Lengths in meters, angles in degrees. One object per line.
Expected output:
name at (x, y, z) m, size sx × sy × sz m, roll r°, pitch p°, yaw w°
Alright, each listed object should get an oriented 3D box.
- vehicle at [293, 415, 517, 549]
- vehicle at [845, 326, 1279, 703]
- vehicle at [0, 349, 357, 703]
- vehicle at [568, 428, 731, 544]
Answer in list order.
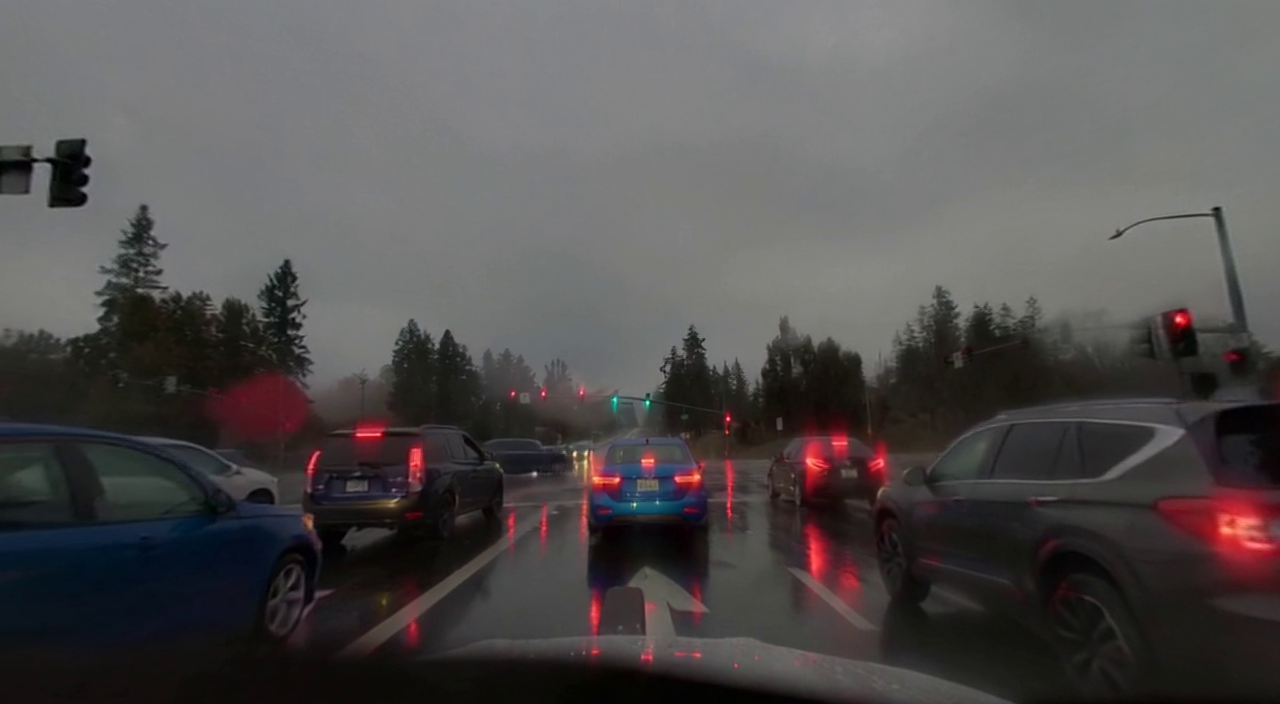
vehicle at (-3.415, 1.984, 10.222) m, size 1.958 × 1.693 × 4.242 m, roll 0°, pitch -9°, yaw 0°
vehicle at (3.239, 1.070, 4.274) m, size 2.178 × 1.691 × 4.314 m, roll 0°, pitch -9°, yaw -1°
vehicle at (-3.361, 0.915, 2.902) m, size 2.034 × 1.655 × 4.465 m, roll 0°, pitch -9°, yaw 0°
vehicle at (0.061, 2.053, 10.283) m, size 2.114 × 1.482 × 4.056 m, roll 0°, pitch -9°, yaw -2°
